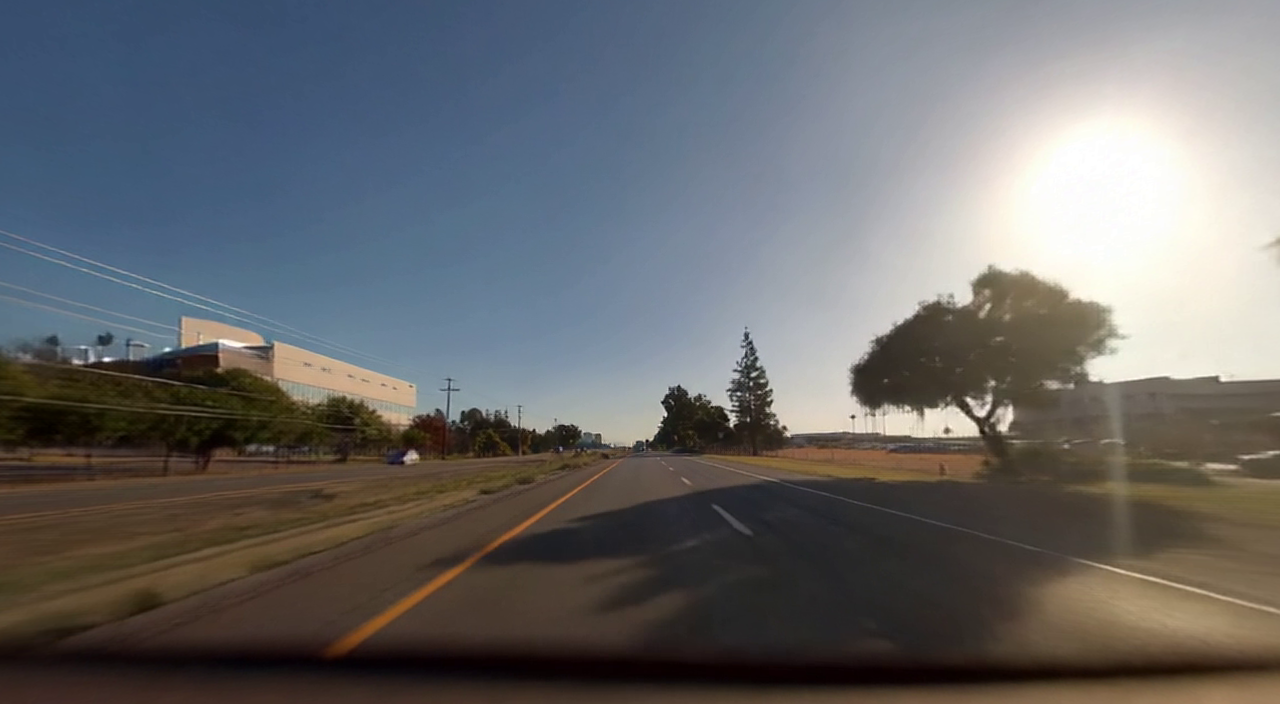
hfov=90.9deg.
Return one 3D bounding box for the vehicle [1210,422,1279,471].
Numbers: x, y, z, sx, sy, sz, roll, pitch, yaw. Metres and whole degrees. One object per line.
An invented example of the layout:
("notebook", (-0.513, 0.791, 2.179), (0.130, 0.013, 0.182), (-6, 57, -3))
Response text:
("vehicle", (44.516, 6.621, 44.643), (5.979, 3.184, 2.522), (-1, -9, -9))
